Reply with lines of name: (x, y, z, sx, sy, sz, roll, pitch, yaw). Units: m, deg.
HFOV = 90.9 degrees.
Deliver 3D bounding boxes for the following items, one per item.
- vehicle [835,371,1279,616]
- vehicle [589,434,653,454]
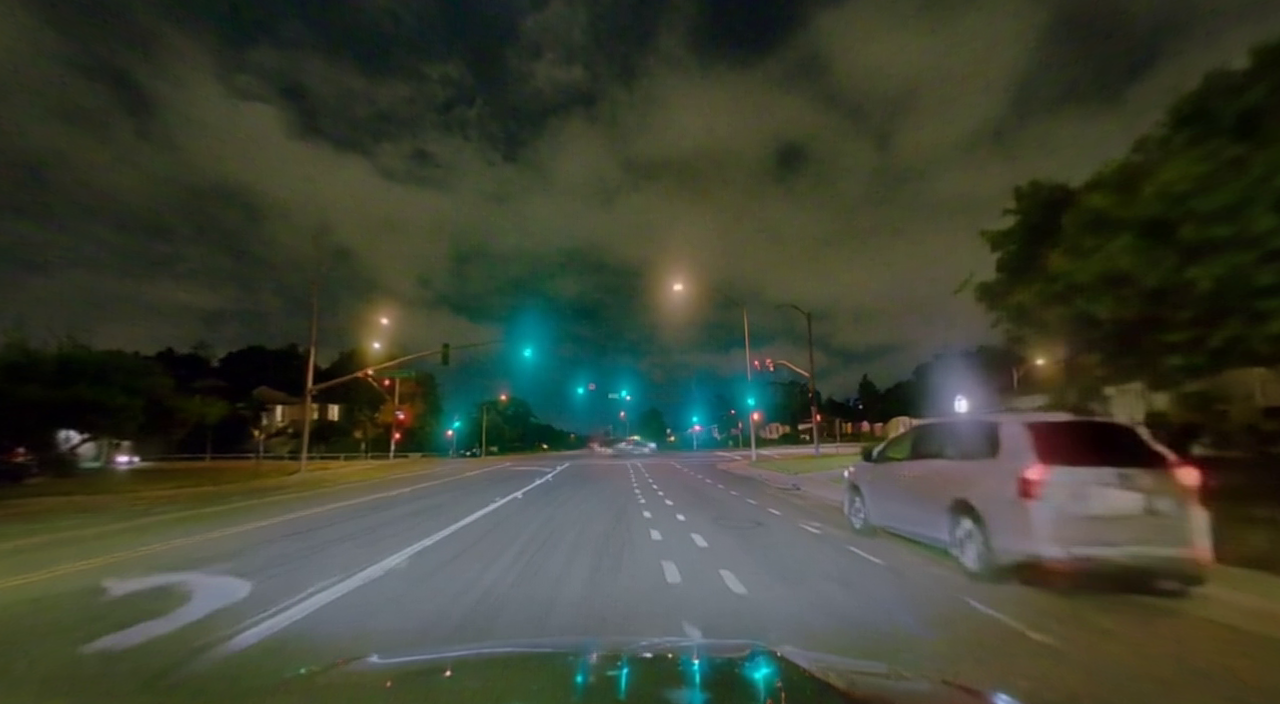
vehicle: (4.066, 1.412, 7.198, 2.170, 1.869, 4.594, 0, -8, 0)
vehicle: (-1.425, 6.898, 47.464, 4.759, 1.461, 1.788, 0, -8, -2)
